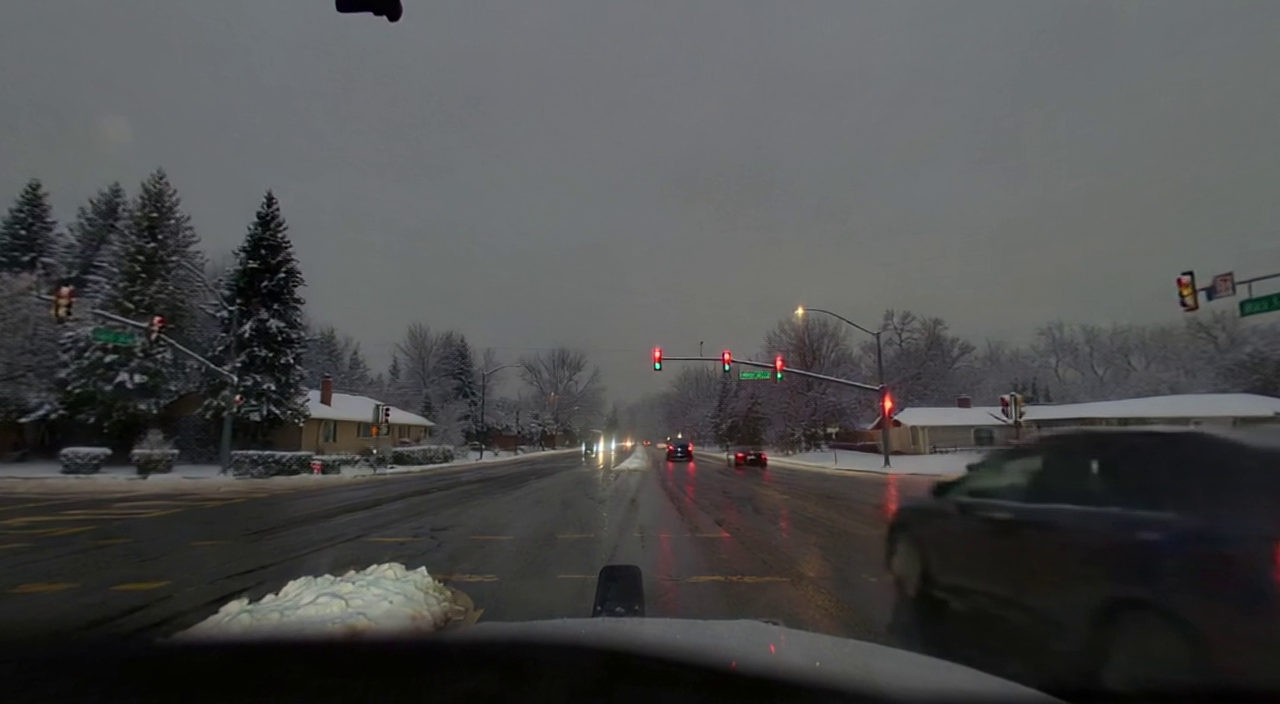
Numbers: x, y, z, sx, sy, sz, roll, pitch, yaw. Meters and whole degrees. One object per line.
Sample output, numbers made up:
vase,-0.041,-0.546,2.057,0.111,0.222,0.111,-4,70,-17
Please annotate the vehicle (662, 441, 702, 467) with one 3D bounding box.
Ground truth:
vehicle,2.499,6.269,38.963,2.079,1.473,4.748,0,-9,-1

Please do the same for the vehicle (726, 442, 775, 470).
vehicle,6.240,5.933,36.177,1.908,1.450,4.564,0,-9,-1

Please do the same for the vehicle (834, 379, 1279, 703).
vehicle,2.977,1.091,3.560,2.142,1.506,4.948,0,-9,-1

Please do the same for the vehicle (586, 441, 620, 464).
vehicle,-2.417,6.711,42.277,2.045,1.484,3.991,0,-9,0
